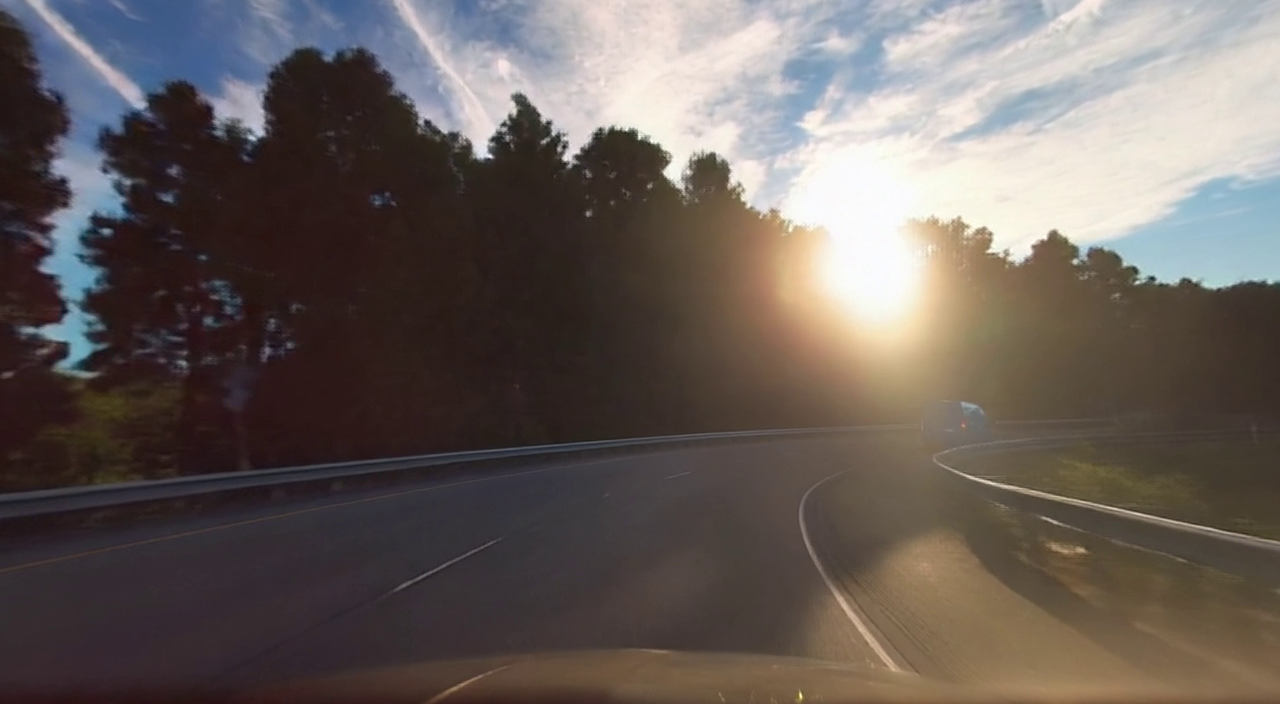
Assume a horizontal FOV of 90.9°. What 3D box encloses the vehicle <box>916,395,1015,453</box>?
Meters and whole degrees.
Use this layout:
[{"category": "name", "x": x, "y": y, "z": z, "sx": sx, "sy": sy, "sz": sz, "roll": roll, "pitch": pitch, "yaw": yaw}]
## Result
[{"category": "vehicle", "x": 16.078, "y": 3.593, "z": 31.001, "sx": 5.330, "sy": 2.577, "sz": 2.352, "roll": 6, "pitch": -10, "yaw": -40}]
